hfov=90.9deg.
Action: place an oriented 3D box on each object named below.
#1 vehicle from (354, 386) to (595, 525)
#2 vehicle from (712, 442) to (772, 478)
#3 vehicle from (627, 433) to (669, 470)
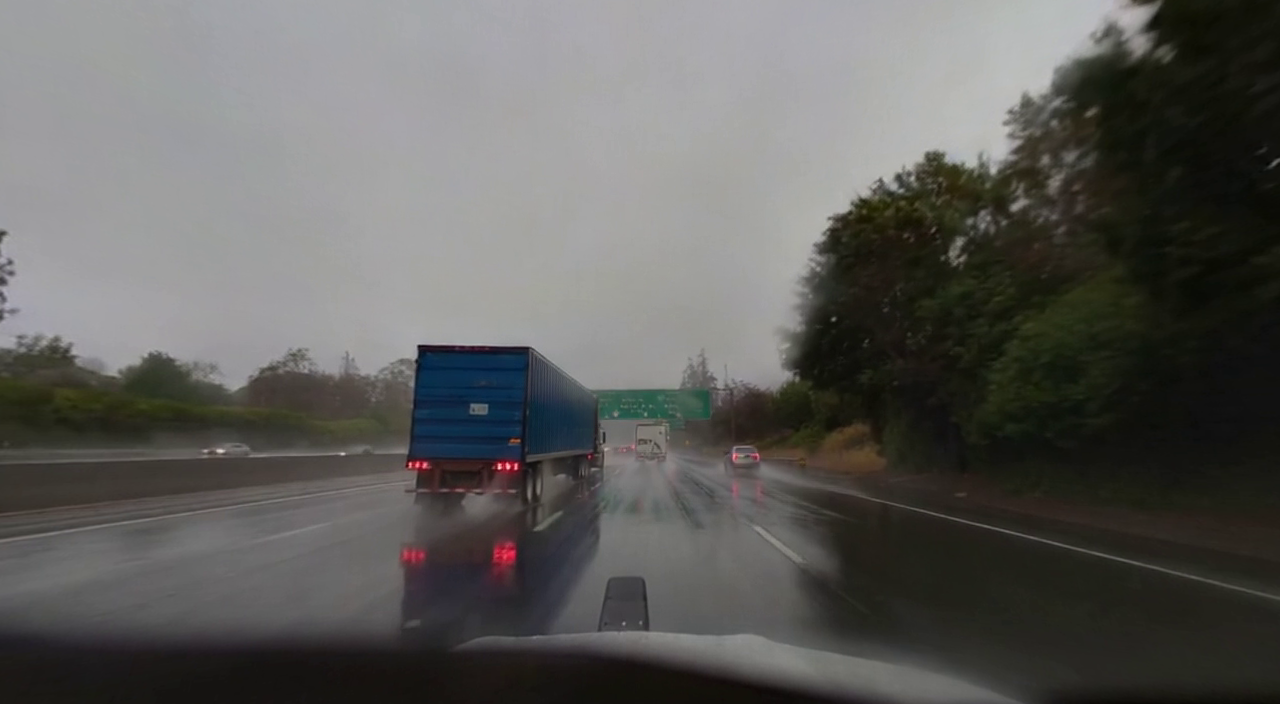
[{"bbox_3d":[-3.448,3.033,19.251,2.854,2.379,16.653,0,-9,0],"label":"vehicle"},{"bbox_3d":[4.593,4.896,28.906,1.993,1.474,4.230,0,-8,-1],"label":"vehicle"},{"bbox_3d":[0.499,5.958,37.865,2.309,2.023,5.130,0,-8,1],"label":"vehicle"}]
